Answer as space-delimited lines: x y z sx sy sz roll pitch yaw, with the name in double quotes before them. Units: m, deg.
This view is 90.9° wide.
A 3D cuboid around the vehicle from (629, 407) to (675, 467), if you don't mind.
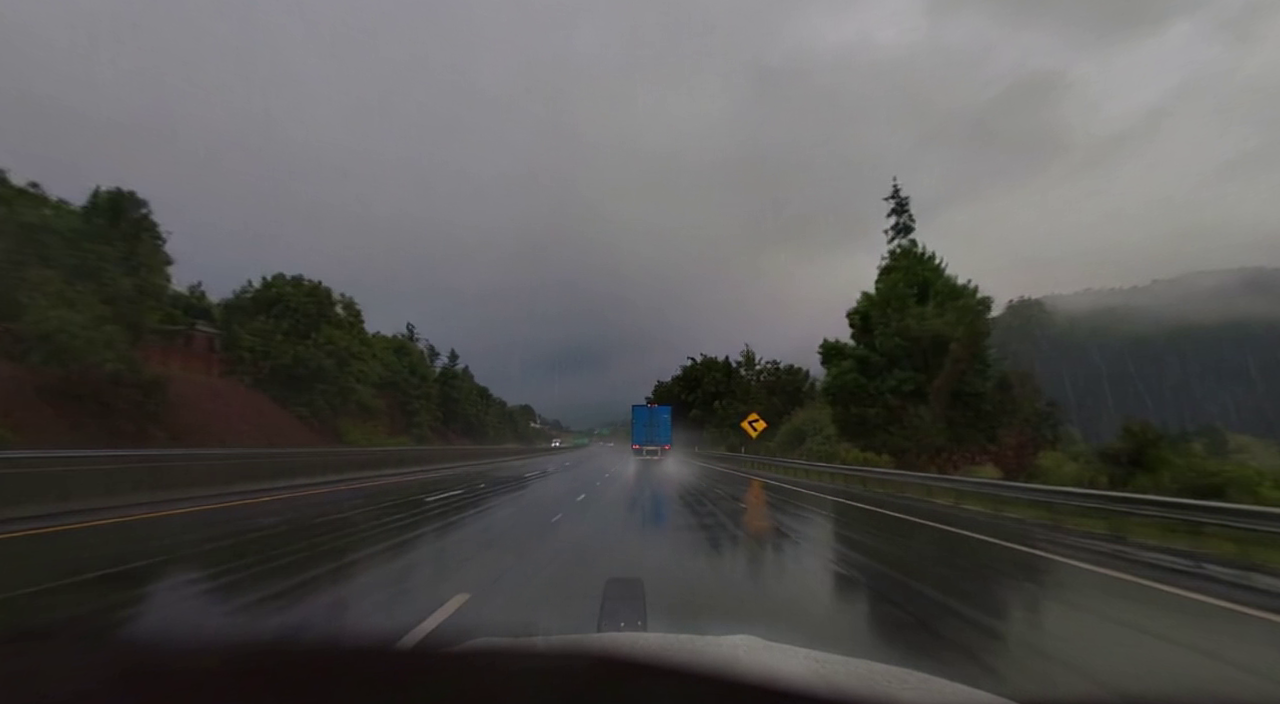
"vehicle" 0.730 6.595 48.047 3.055 4.009 10.972 0 -9 -1
